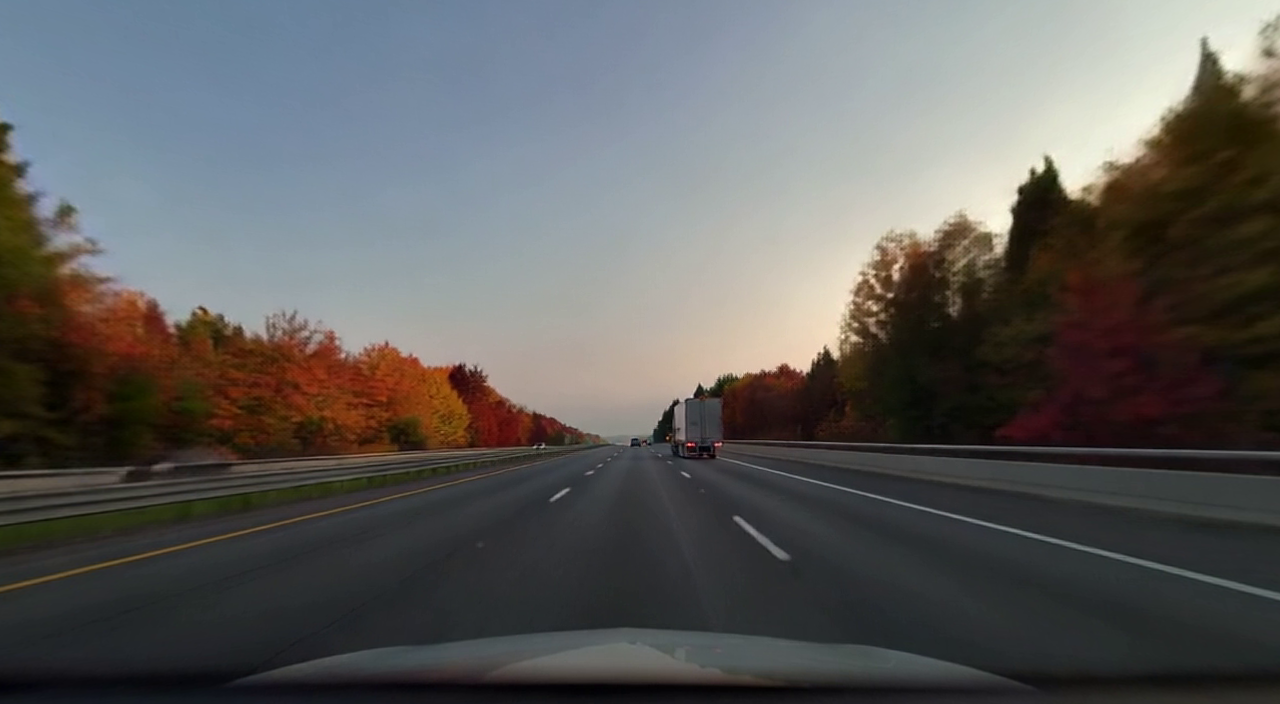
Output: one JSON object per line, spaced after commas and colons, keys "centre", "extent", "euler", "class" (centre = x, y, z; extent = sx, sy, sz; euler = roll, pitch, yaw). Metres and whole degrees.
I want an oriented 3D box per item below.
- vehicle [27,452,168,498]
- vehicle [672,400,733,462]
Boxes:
{"centre": [-20.427, 4.618, 23.904], "extent": [1.785, 1.490, 4.013], "euler": [0, -8, -1], "class": "vehicle"}
{"centre": [4.174, 5.615, 44.253], "extent": [3.348, 3.847, 8.908], "euler": [0, -8, 0], "class": "vehicle"}
